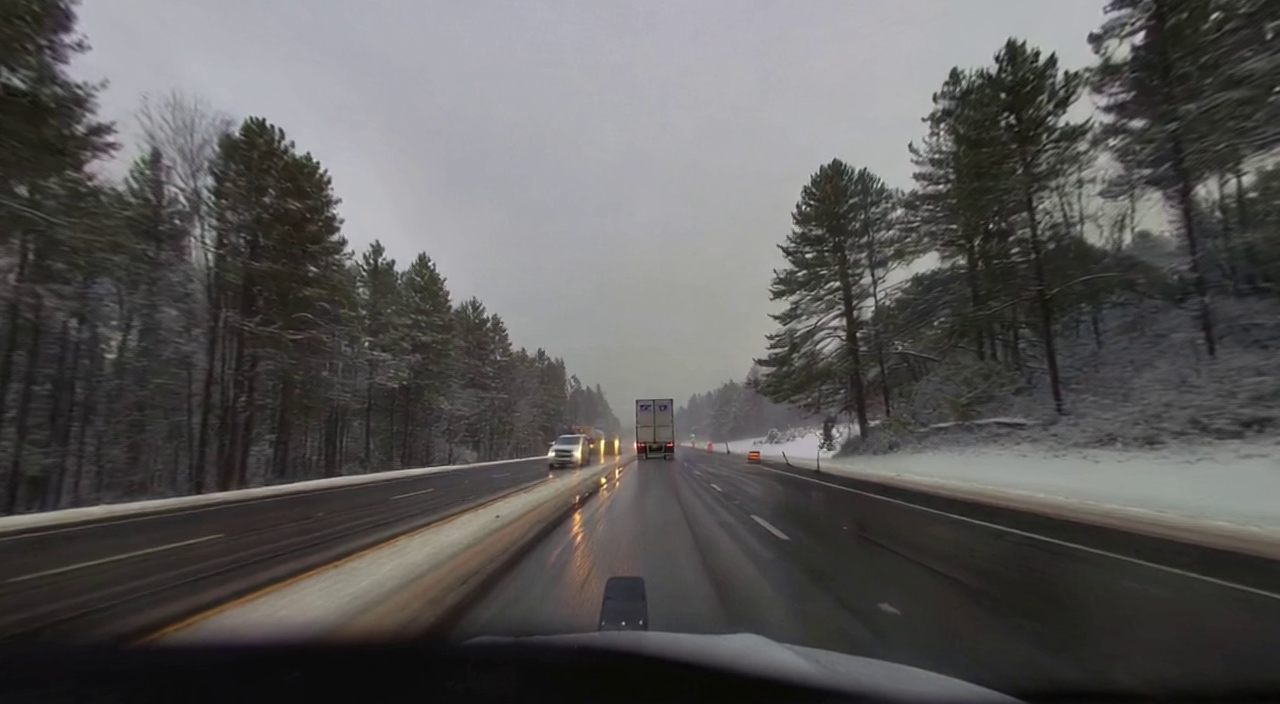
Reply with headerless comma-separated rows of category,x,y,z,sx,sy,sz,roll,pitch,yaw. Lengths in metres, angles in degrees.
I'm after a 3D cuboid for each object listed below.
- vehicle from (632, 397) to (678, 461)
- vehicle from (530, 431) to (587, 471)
vehicle,0.884,5.716,45.719,2.935,4.068,11.036,0,-8,-1
vehicle,-4.572,5.718,36.575,2.303,2.069,6.364,0,-8,2
